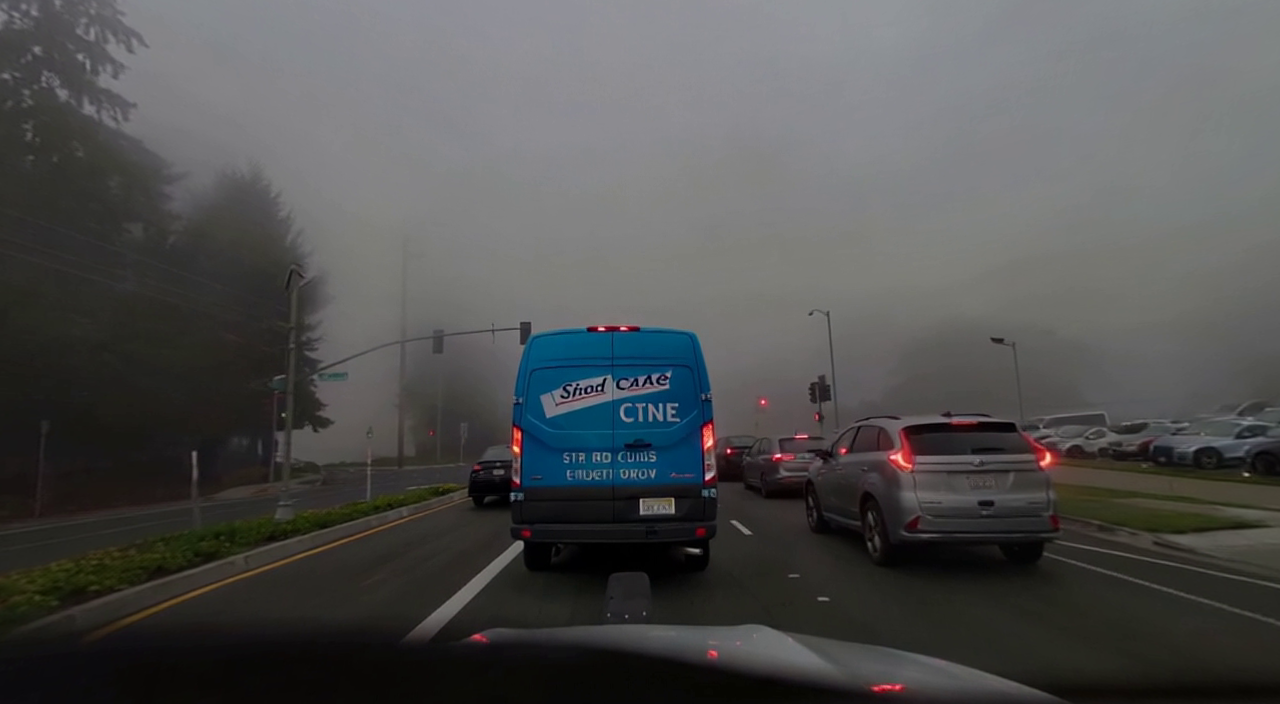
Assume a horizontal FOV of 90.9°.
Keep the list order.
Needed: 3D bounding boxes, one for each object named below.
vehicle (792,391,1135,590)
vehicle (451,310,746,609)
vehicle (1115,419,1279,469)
[{"bbox_3d":[3.420,1.555,7.854,1.965,1.771,4.295,0,-8,0],"label":"vehicle"},{"bbox_3d":[-0.313,1.239,7.807,2.422,2.488,4.992,0,-8,1],"label":"vehicle"},{"bbox_3d":[17.186,2.831,19.449,3.491,1.443,1.837,0,-8,0],"label":"vehicle"}]
